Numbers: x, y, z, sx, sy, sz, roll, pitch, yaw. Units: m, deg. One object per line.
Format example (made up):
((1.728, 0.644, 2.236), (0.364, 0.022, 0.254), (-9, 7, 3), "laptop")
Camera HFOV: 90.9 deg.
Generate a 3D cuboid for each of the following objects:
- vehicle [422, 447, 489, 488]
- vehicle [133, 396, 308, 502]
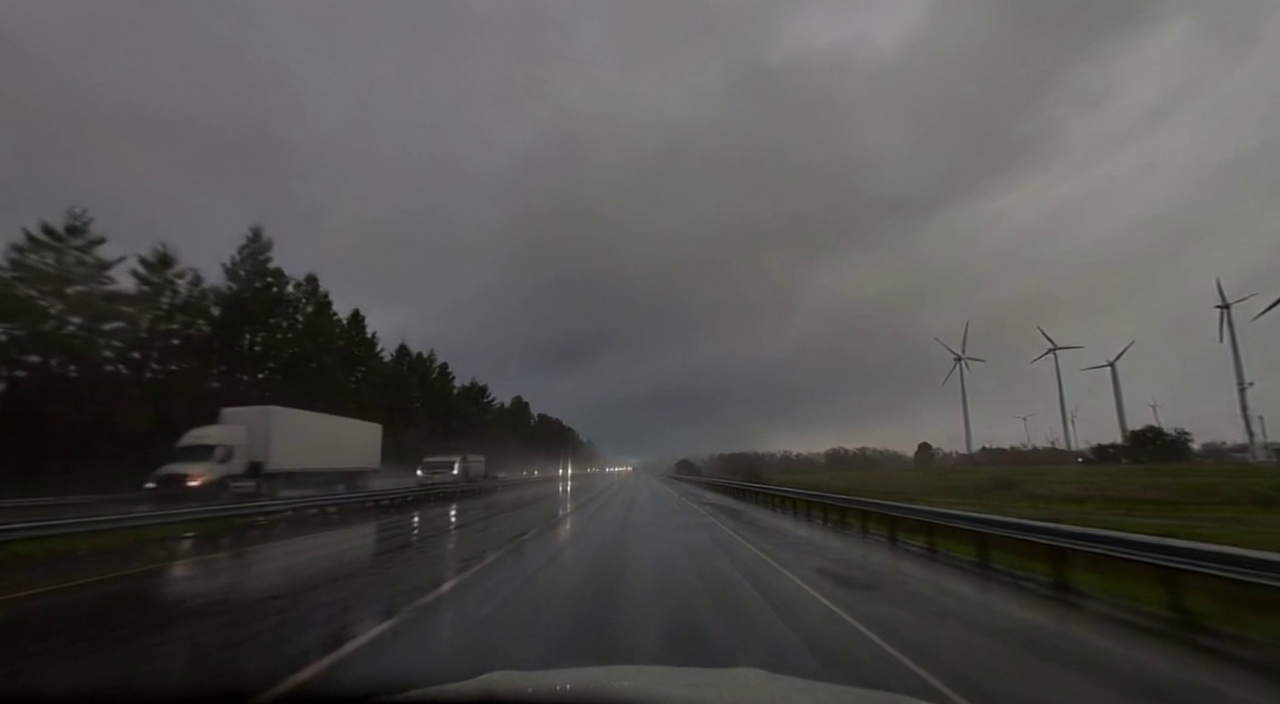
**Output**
((-12.295, 7.806, 42.664), (2.330, 2.510, 7.073), (1, -10, 0), "vehicle")
((-16.938, 4.087, 26.106), (2.950, 3.846, 5.918), (1, -10, -1), "vehicle")
